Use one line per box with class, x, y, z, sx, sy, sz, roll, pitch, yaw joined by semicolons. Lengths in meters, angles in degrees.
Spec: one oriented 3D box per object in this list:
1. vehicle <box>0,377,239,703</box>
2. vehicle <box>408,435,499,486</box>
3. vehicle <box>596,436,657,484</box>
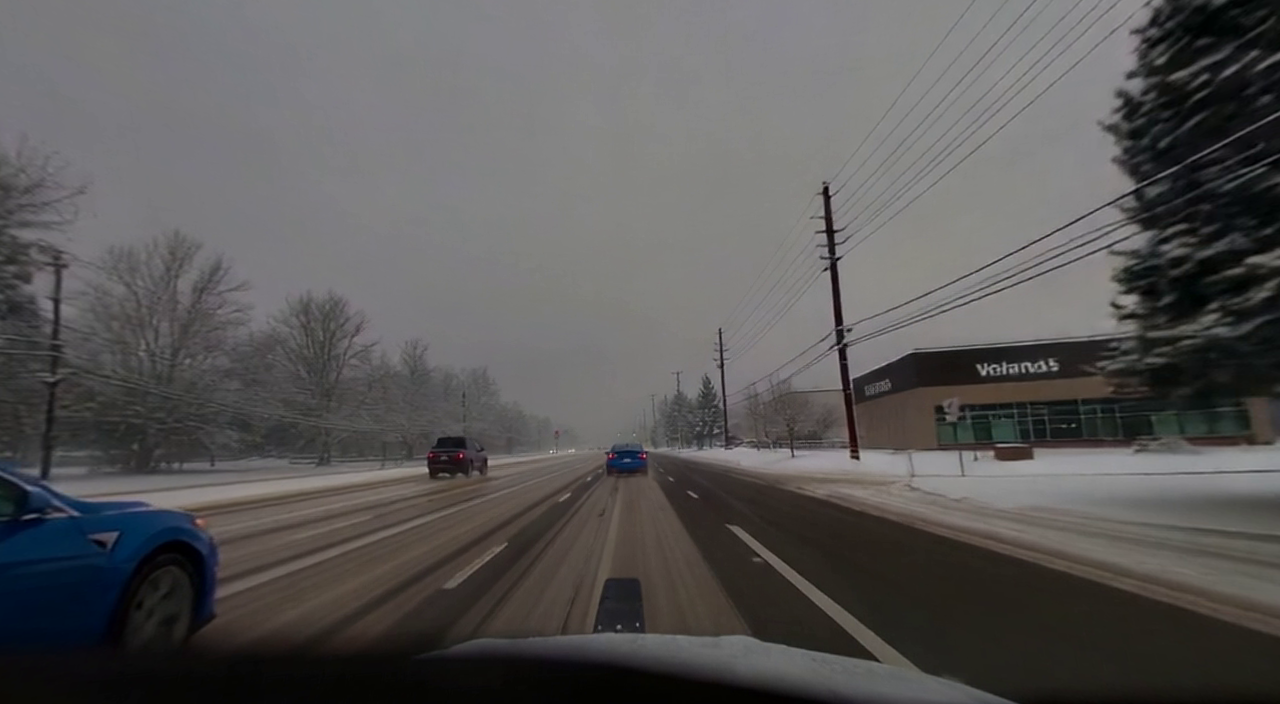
vehicle;-3.714;0.791;1.777;1.985;1.607;4.892;0;-8;-1
vehicle;-7.262;4.263;25.193;2.203;1.819;4.547;-1;-8;0
vehicle;-0.494;4.175;24.689;2.189;1.652;4.135;0;-8;0
